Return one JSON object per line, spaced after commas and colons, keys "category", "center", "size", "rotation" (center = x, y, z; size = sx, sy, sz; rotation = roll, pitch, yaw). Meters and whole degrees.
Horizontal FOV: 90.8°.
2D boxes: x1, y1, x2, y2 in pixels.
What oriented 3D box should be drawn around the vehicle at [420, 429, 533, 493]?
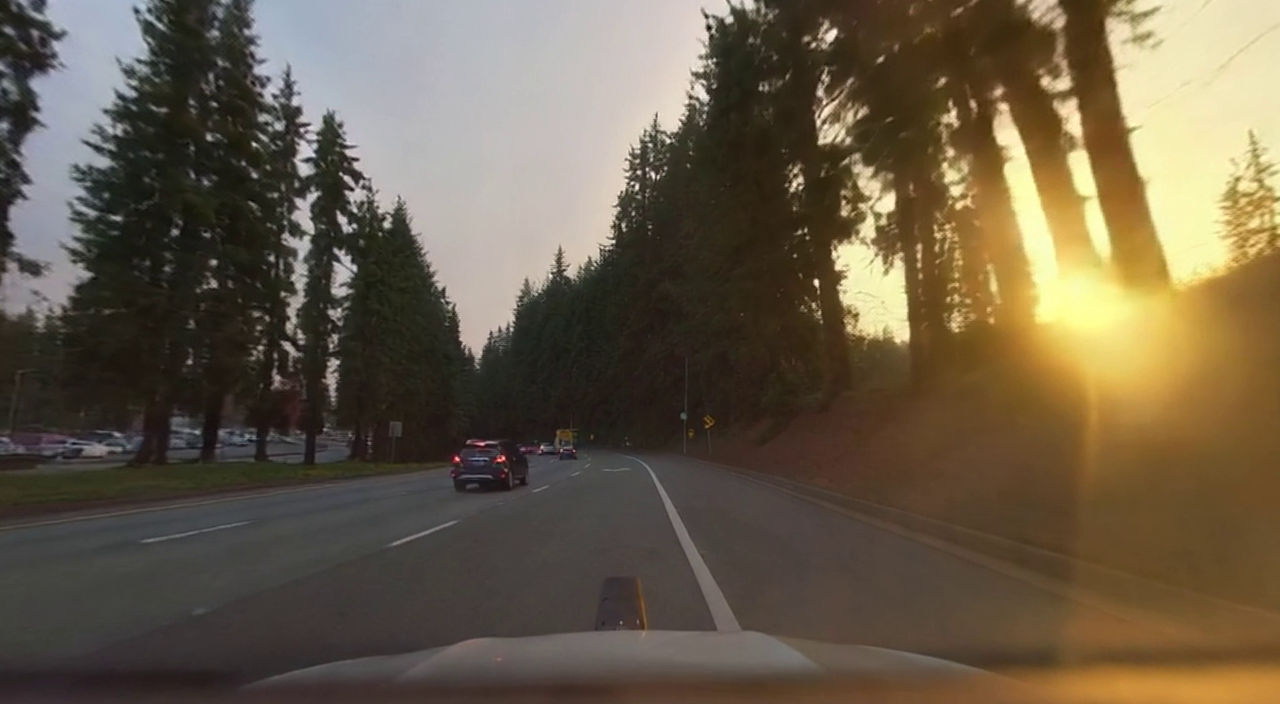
{"category": "vehicle", "center": [-4.910, 3.345, 19.764], "size": [2.210, 1.737, 4.649], "rotation": [0, -8, 1]}
